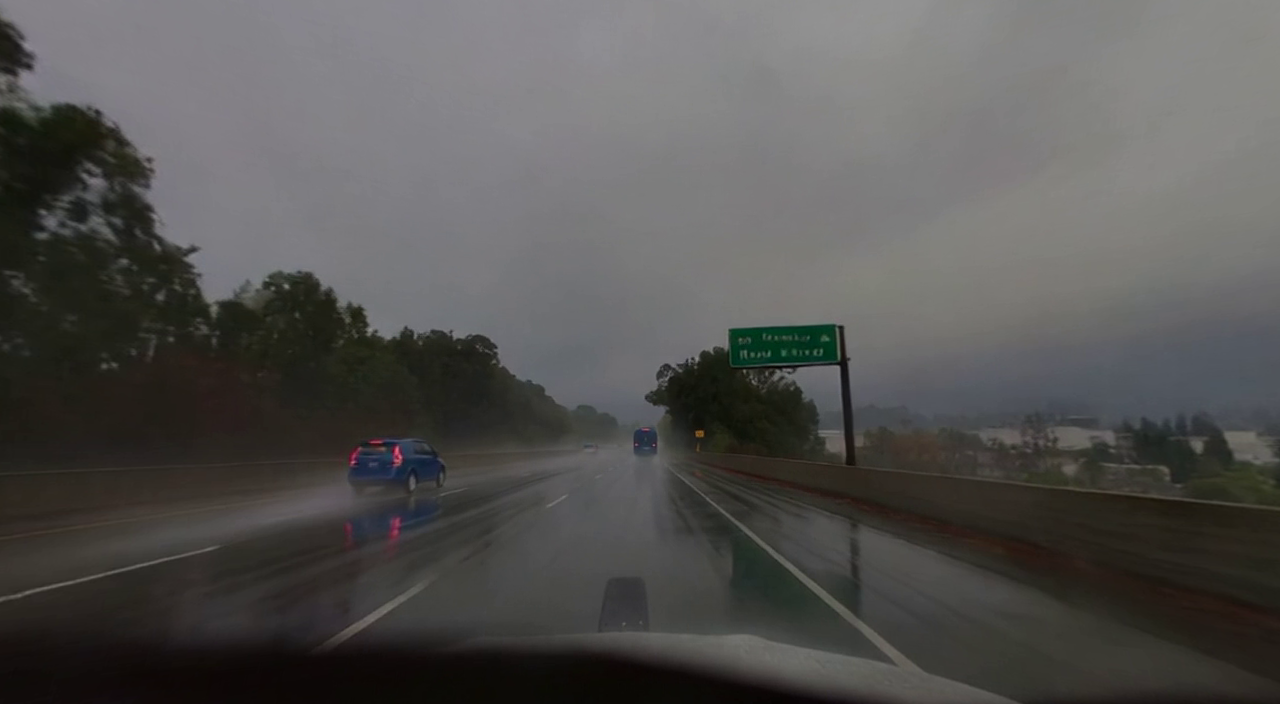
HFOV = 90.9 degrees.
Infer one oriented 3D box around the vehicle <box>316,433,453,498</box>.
[{"bbox_3d":[-7.392,3.325,18.893,2.080,1.674,4.660,0,-8,1],"label":"vehicle"}]
